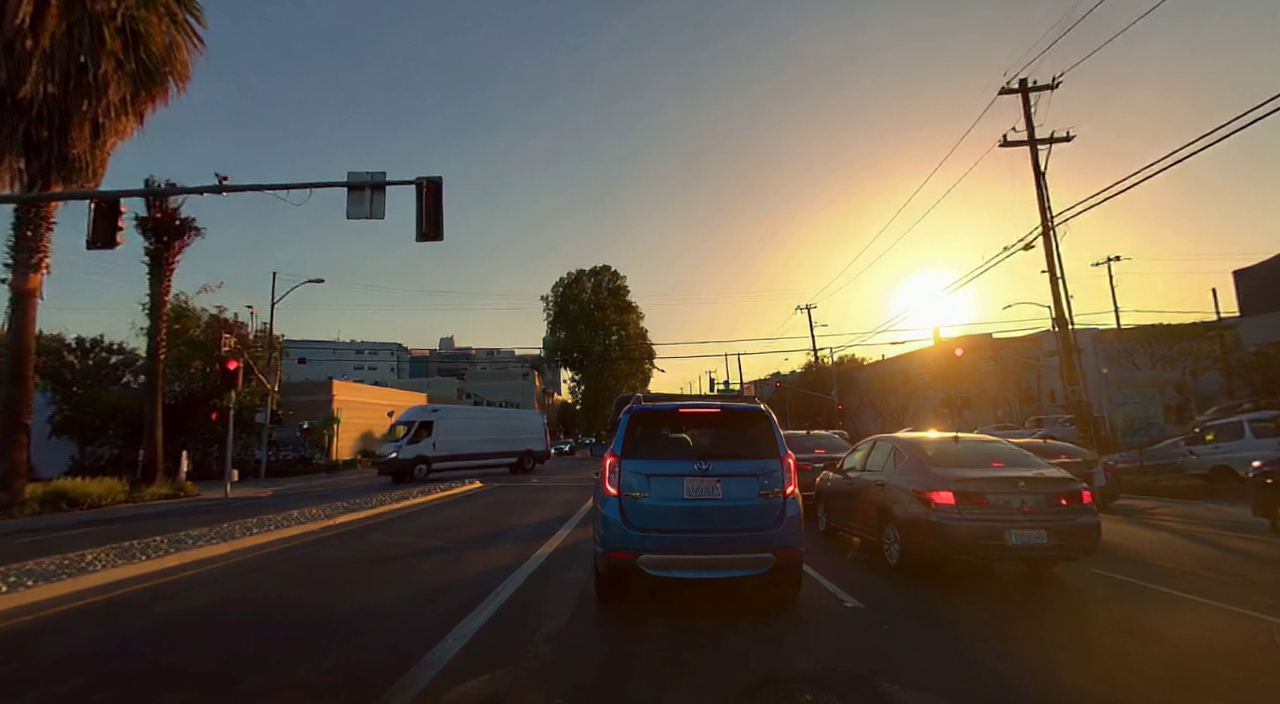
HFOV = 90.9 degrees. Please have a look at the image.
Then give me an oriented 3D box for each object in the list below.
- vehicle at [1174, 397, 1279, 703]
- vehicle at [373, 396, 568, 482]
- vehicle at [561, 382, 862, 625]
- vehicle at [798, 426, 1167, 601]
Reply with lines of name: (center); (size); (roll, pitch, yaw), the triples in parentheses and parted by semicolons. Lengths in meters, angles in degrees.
vehicle: (3.358, 0.653, 0.658); (1.805, 1.485, 4.348); (0, -9, 1)
vehicle: (-8.602, 4.844, 34.575); (2.973, 3.889, 11.535); (-5, -10, 29)
vehicle: (0.453, 1.438, 6.879); (2.228, 1.780, 4.269); (0, -9, -2)
vehicle: (3.439, 1.683, 7.503); (1.895, 1.456, 4.255); (0, -9, -2)
